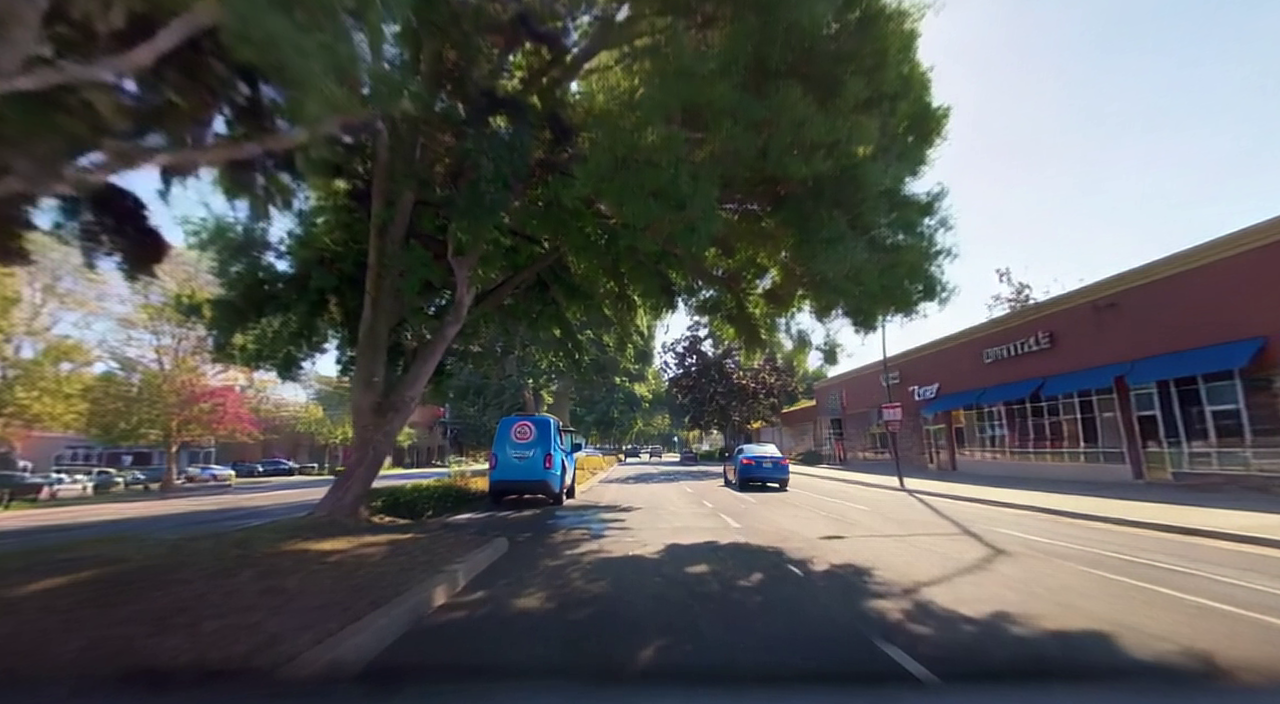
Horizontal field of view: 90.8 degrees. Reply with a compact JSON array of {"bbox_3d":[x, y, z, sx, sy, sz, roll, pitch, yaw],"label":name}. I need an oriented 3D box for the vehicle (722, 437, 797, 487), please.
[{"bbox_3d":[4.311,4.042,23.448,1.869,1.646,4.166,0,-9,-2],"label":"vehicle"}]

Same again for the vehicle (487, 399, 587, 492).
[{"bbox_3d":[-3.375,3.286,22.178,2.443,2.784,5.862,0,-9,1],"label":"vehicle"}]
